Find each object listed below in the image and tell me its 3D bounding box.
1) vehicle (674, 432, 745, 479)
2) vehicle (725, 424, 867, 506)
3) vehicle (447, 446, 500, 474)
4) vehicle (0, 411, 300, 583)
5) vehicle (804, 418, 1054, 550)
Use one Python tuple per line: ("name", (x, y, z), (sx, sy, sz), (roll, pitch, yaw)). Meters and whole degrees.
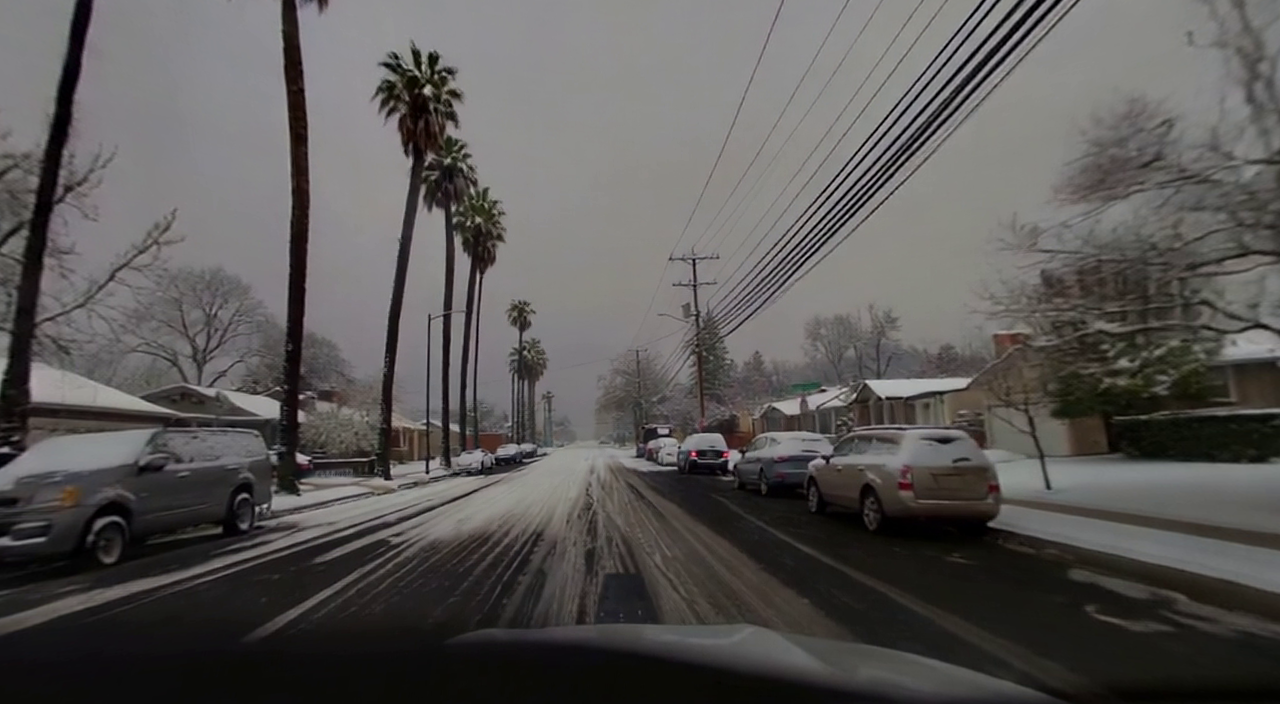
("vehicle", (2.863, 4.395, 27.257), (2.115, 1.826, 4.871), (1, -8, -5))
("vehicle", (3.712, 2.772, 16.052), (1.922, 1.761, 4.633), (1, -8, -7))
("vehicle", (-9.684, 6.267, 37.071), (2.013, 1.483, 4.645), (0, -8, -3))
("vehicle", (-7.963, 2.055, 10.114), (2.300, 1.943, 5.744), (1, -8, -5))
("vehicle", (4.268, 1.988, 10.290), (1.894, 1.675, 4.294), (0, -8, -2))
